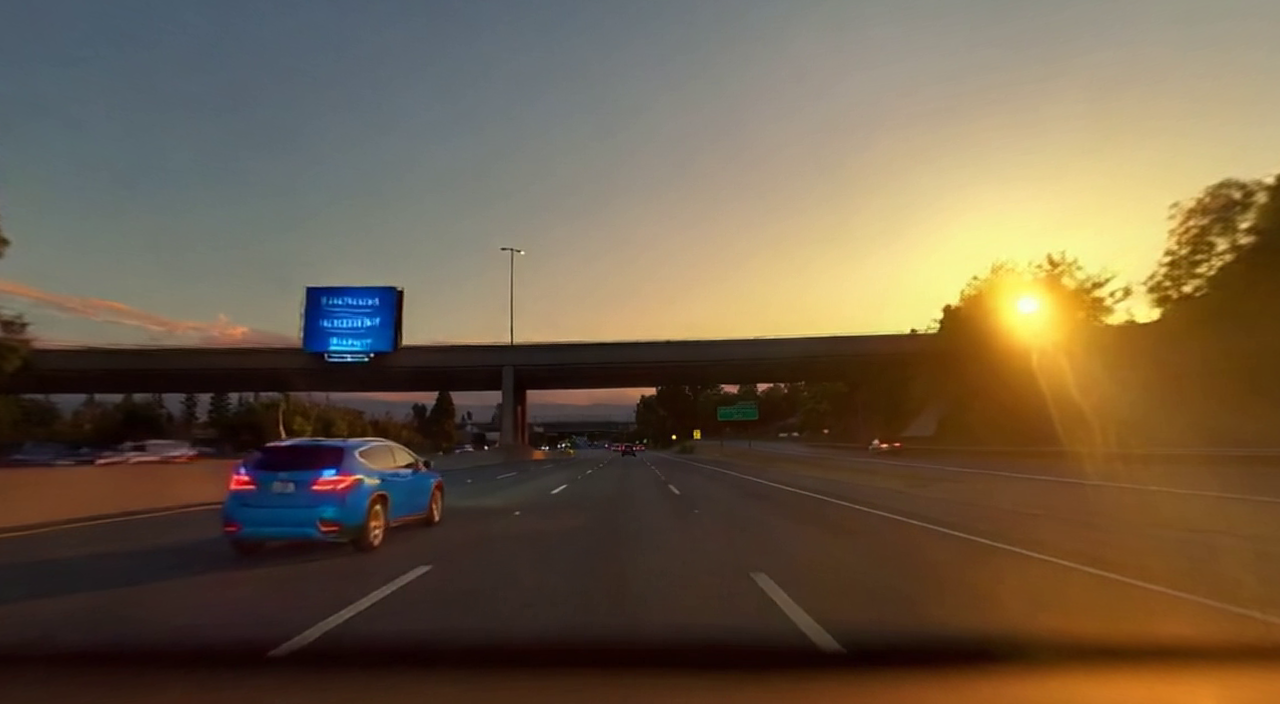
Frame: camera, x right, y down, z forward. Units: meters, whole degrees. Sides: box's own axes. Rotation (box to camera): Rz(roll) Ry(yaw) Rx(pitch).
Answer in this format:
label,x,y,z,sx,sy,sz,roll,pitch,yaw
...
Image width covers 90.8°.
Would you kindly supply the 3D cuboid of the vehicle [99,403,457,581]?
label,x,y,z,sx,sy,sz,roll,pitch,yaw
vehicle,-4.238,1.732,8.613,2.102,1.727,4.704,0,-9,-1
